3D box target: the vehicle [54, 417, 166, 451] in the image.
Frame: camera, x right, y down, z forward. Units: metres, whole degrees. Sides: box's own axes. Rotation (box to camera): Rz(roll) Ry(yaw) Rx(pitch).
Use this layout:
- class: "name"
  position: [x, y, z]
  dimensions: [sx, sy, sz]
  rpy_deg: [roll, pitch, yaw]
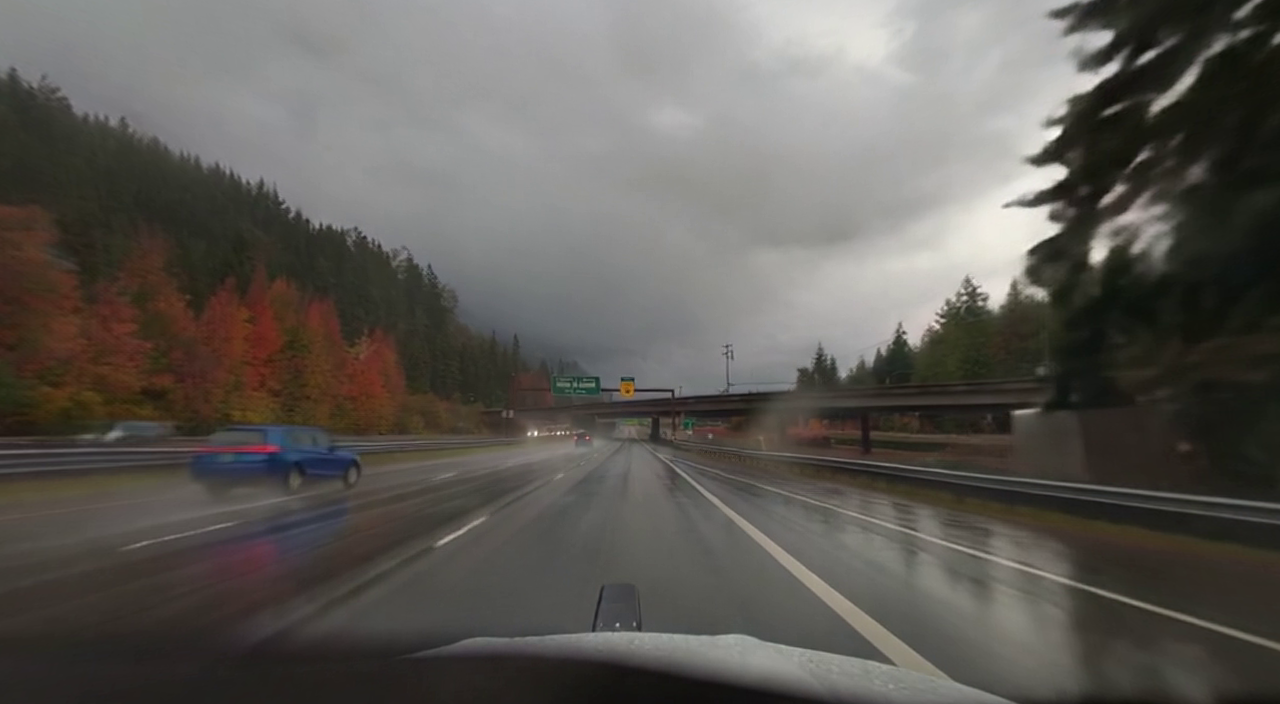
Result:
- class: "vehicle"
  position: [-26.108, 4.083, 31.174]
  dimensions: [1.962, 1.542, 4.111]
  rpy_deg: [0, -8, 0]

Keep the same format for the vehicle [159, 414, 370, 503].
- class: "vehicle"
  position: [-8.157, 2.340, 14.314]
  dimensions: [1.987, 1.677, 4.580]
  rpy_deg: [0, -8, -1]
